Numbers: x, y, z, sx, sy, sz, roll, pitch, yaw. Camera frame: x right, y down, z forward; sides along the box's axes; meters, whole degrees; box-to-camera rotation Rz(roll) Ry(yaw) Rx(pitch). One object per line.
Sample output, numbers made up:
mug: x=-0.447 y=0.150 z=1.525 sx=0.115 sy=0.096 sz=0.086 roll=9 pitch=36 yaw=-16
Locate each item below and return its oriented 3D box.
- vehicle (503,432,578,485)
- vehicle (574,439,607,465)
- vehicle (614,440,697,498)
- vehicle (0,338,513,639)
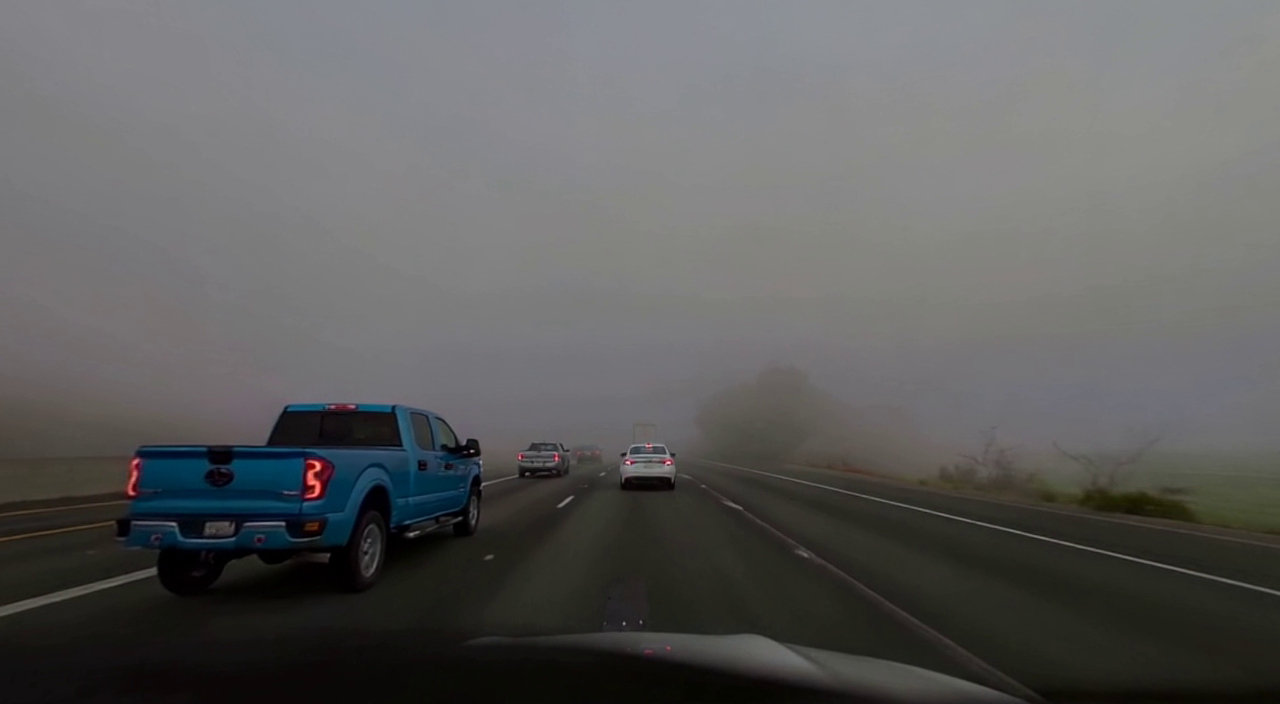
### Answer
vehicle: x=-3.459 y=3.795 z=22.708 sx=1.903 sy=1.721 sz=4.210 roll=0 pitch=-8 yaw=1
vehicle: x=-3.363 y=6.890 z=43.613 sx=1.897 sy=1.646 sz=4.049 roll=0 pitch=-8 yaw=1
vehicle: x=0.379 y=3.198 z=17.721 sx=2.054 sy=1.421 sz=4.090 roll=0 pitch=-8 yaw=0
vehicle: x=-3.306 y=1.359 z=7.364 sx=2.269 sy=2.060 sz=5.933 roll=0 pitch=-8 yaw=1
